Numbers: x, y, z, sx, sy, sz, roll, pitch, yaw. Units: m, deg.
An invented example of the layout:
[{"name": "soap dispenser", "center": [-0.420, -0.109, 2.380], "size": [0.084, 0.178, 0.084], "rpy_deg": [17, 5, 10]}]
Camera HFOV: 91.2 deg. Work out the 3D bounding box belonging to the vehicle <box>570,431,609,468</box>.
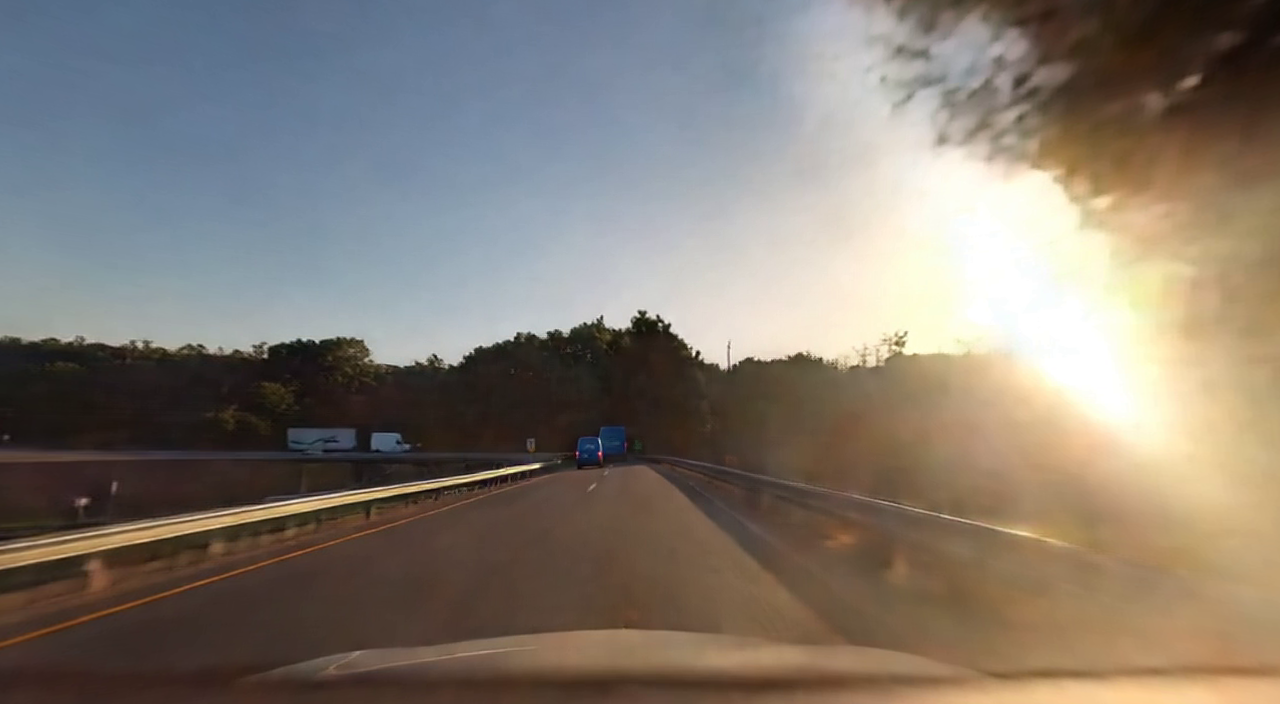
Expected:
[{"name": "vehicle", "center": [-3.773, 7.495, 48.300], "size": [2.463, 2.640, 7.034], "rpy_deg": [0, -9, 0]}]
